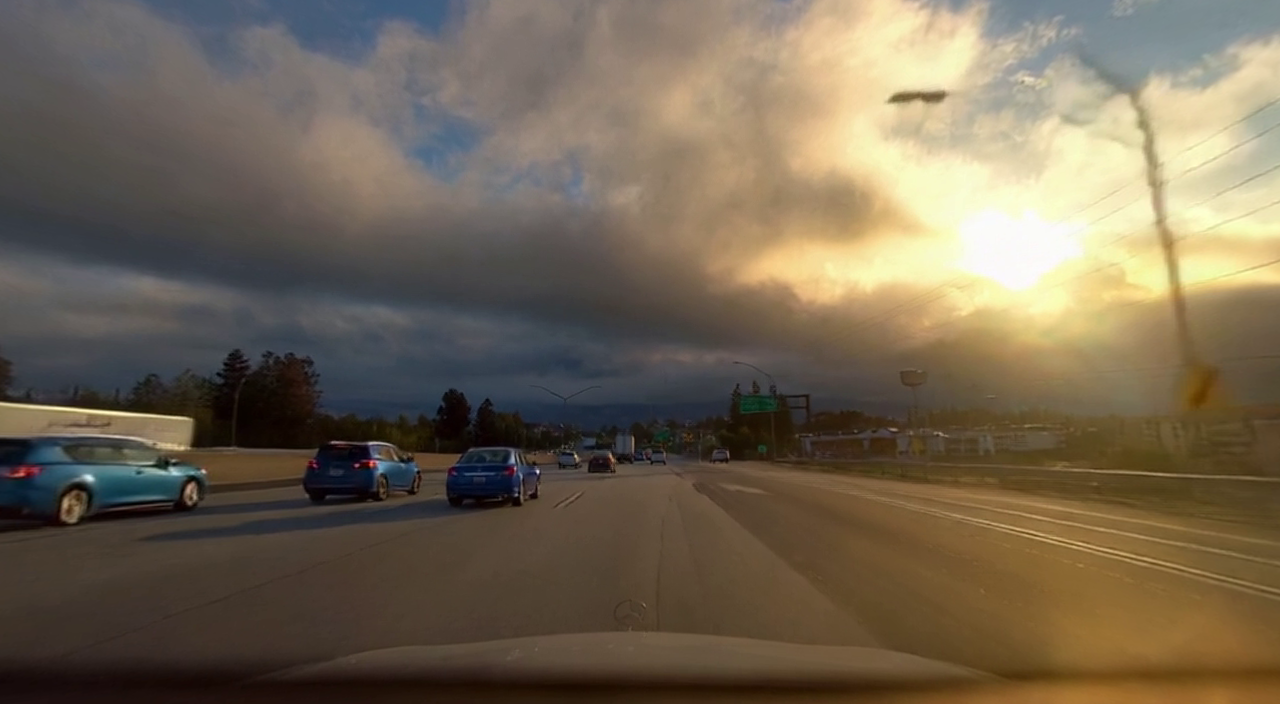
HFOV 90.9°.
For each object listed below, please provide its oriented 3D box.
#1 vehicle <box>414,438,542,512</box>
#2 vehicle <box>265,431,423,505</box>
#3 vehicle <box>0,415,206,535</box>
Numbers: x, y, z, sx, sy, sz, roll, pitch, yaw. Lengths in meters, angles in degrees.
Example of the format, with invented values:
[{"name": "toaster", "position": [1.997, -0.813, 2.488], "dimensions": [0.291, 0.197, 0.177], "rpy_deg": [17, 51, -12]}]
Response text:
[{"name": "vehicle", "position": [-3.649, 2.816, 14.958], "dimensions": [1.953, 1.511, 3.704], "rpy_deg": [0, -8, 1]}, {"name": "vehicle", "position": [-7.516, 2.963, 16.587], "dimensions": [1.970, 1.682, 4.297], "rpy_deg": [0, -8, 1]}, {"name": "vehicle", "position": [-10.723, 2.140, 11.429], "dimensions": [2.044, 1.810, 5.016], "rpy_deg": [0, -8, 1]}]
